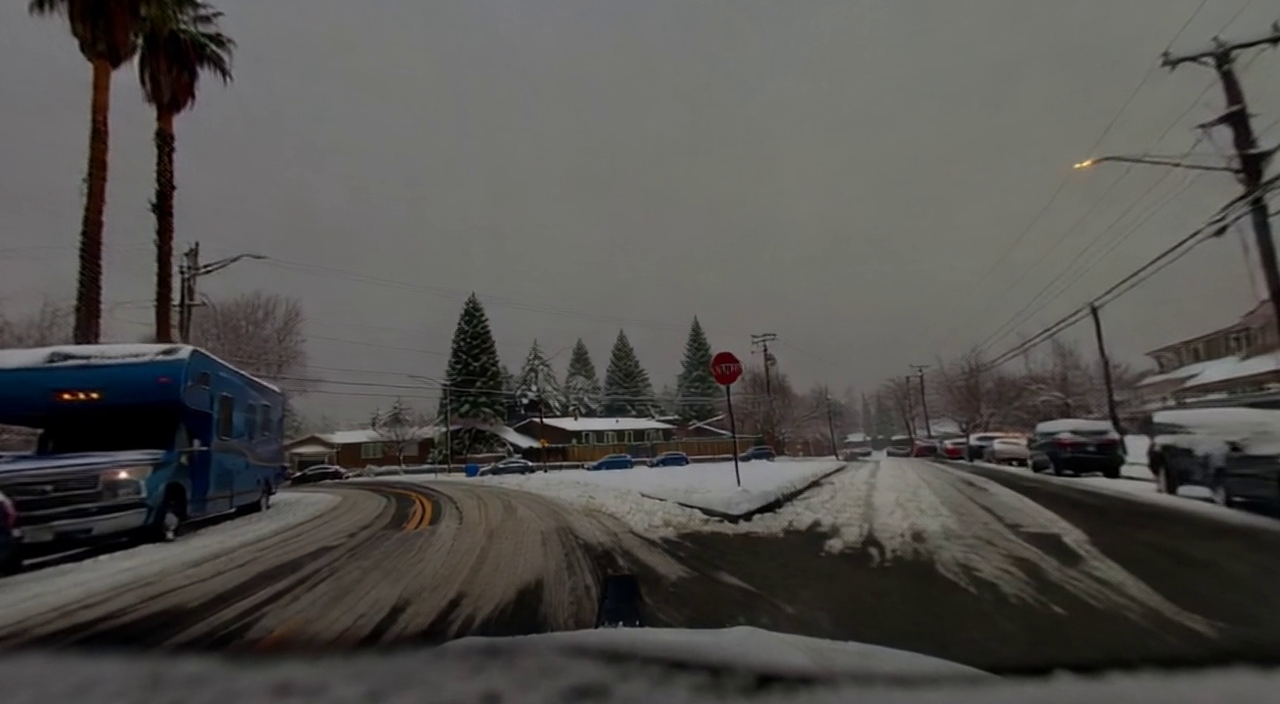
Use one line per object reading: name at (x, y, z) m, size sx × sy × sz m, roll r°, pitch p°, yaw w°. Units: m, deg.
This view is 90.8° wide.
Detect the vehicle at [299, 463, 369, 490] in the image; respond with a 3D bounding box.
vehicle at (-23.162, 9.399, 47.821) m, size 4.586 × 1.784 × 1.890 m, roll -2°, pitch -6°, yaw 17°

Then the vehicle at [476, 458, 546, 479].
vehicle at (-9.563, 8.695, 47.049) m, size 4.966 × 1.377 × 1.739 m, roll 1°, pitch -7°, yaw -7°

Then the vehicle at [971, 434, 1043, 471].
vehicle at (18.864, 5.133, 32.661) m, size 2.016 × 1.687 × 4.272 m, roll -2°, pitch -6°, yaw 14°

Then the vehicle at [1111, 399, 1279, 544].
vehicle at (10.539, 1.784, 10.606) m, size 2.508 × 1.887 × 5.930 m, roll -3°, pitch -6°, yaw 20°

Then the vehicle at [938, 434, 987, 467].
vehicle at (21.545, 6.538, 42.400) m, size 1.974 × 1.894 × 4.810 m, roll -3°, pitch -6°, yaw 17°

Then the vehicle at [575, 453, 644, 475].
vehicle at (-2.325, 8.565, 48.582) m, size 4.952 × 1.472 × 1.837 m, roll 2°, pitch -7°, yaw -20°

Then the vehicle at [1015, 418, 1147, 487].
vehicle at (15.186, 3.387, 22.172) m, size 2.451 × 2.076 × 4.928 m, roll -3°, pitch -6°, yaw 19°

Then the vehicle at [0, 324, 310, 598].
vehicle at (-10.145, 2.053, 14.153) m, size 3.216 × 3.720 × 11.364 m, roll 1°, pitch -6°, yaw -20°
